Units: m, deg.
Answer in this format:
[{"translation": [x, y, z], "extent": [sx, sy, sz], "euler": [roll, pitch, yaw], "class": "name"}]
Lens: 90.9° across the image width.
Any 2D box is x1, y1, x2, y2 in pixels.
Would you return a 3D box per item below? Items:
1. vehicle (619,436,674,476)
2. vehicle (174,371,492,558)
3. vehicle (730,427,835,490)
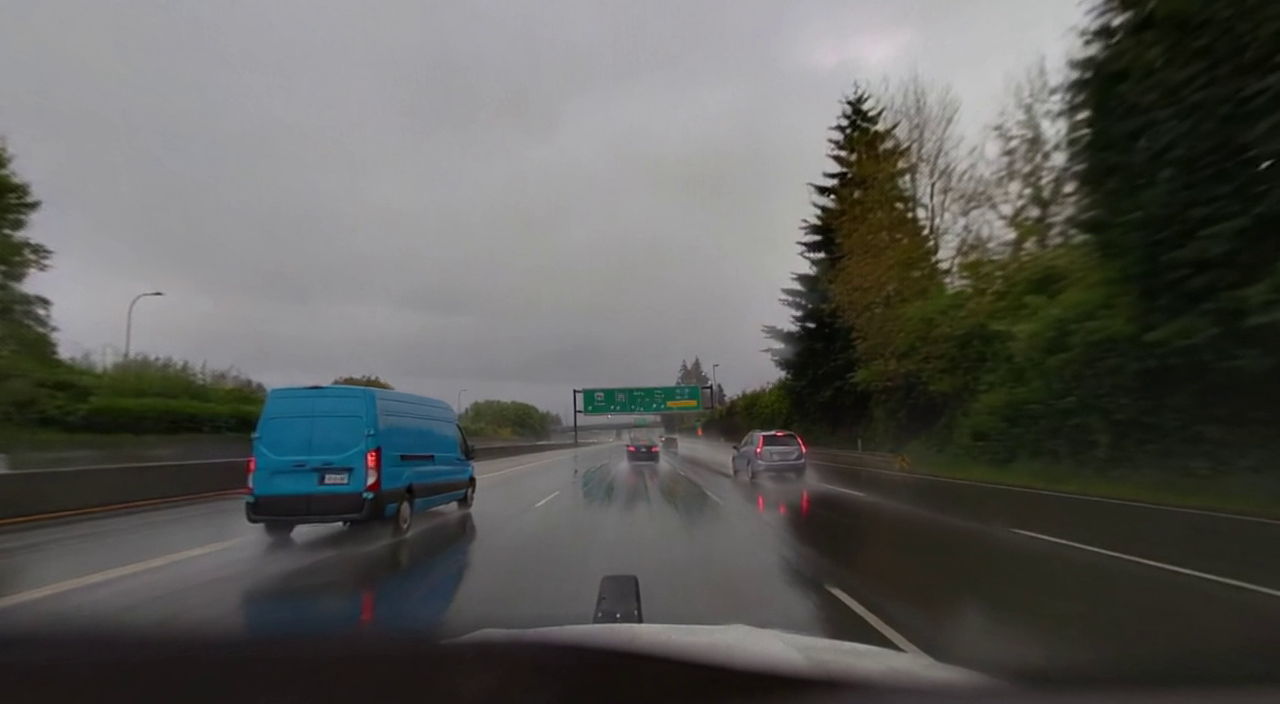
[{"translation": [0.244, 4.120, 25.355], "extent": [2.020, 1.464, 3.803], "euler": [0, -8, 0], "class": "vehicle"}, {"translation": [-3.982, 1.574, 9.551], "extent": [2.275, 2.053, 5.082], "euler": [0, -8, -1], "class": "vehicle"}, {"translation": [4.067, 3.113, 18.883], "extent": [1.996, 1.638, 4.496], "euler": [0, -8, -1], "class": "vehicle"}]
